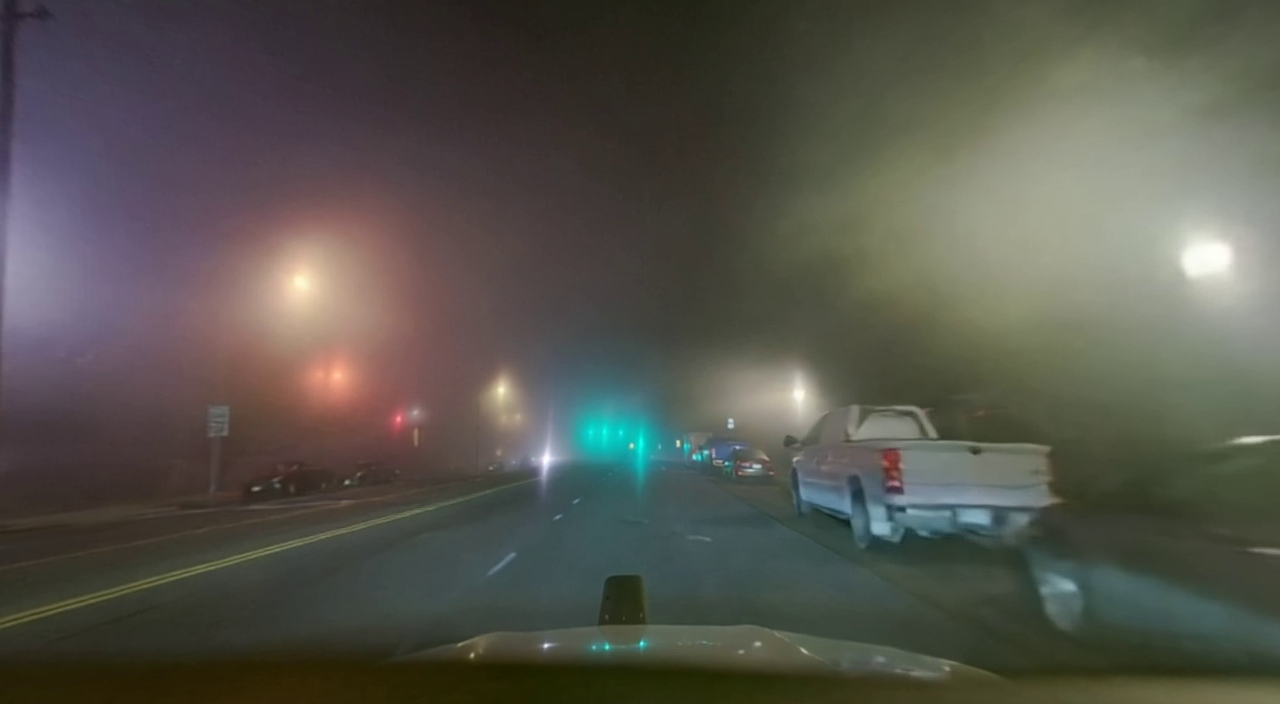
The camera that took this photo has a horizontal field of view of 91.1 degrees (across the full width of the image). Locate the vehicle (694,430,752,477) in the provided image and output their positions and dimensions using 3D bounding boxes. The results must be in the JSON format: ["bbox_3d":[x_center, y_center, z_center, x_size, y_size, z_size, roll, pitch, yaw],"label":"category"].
[{"bbox_3d":[4.177,5.251,32.720,2.293,2.171,5.871,0,-8,1],"label":"vehicle"}]

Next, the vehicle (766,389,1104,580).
[{"bbox_3d":[3.740,1.864,9.816,2.372,2.008,6.181,0,-8,1],"label":"vehicle"}]

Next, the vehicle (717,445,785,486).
[{"bbox_3d":[4.280,4.425,24.883,1.804,1.432,4.594,0,-8,0],"label":"vehicle"}]

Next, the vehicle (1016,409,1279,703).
[{"bbox_3d":[3.620,0.914,2.150,1.830,1.484,4.639,0,-8,1],"label":"vehicle"}]

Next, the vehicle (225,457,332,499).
[{"bbox_3d":[-15.135,5.253,26.596,1.992,1.517,4.426,0,-8,-2],"label":"vehicle"}]

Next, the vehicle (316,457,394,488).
[{"bbox_3d":[-15.231,6.455,33.857,1.944,1.454,4.581,0,-8,2],"label":"vehicle"}]
